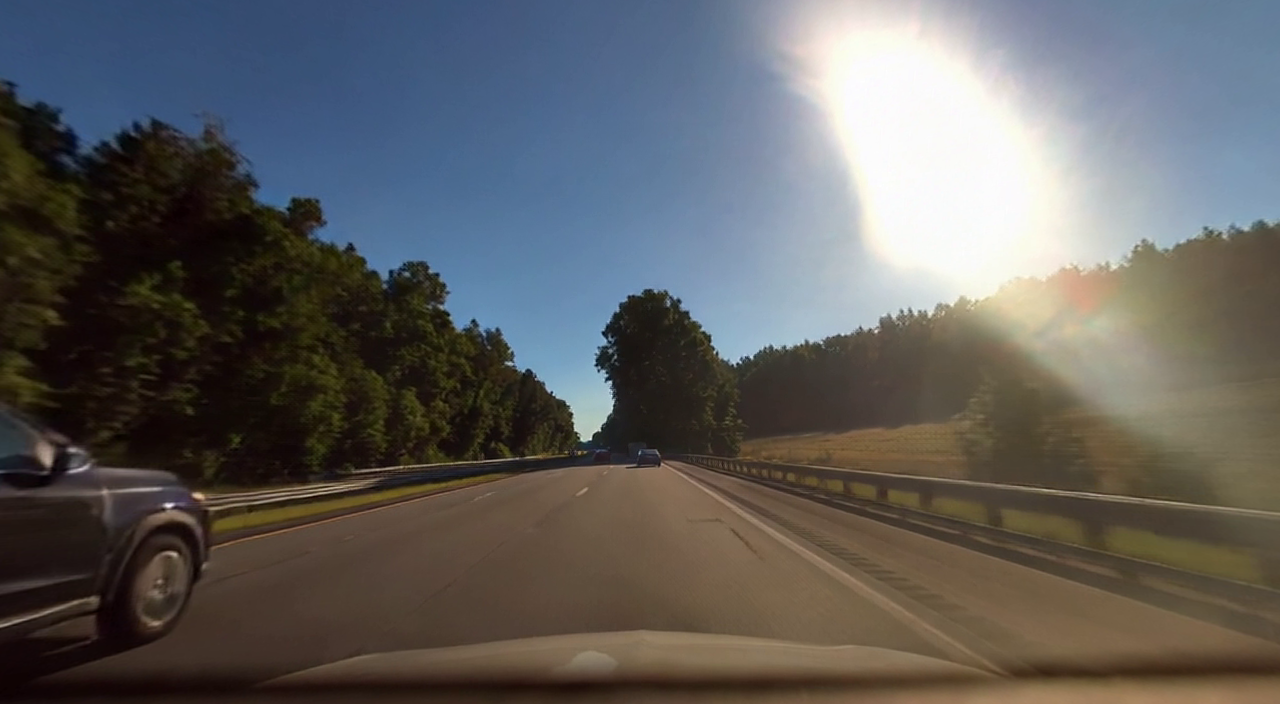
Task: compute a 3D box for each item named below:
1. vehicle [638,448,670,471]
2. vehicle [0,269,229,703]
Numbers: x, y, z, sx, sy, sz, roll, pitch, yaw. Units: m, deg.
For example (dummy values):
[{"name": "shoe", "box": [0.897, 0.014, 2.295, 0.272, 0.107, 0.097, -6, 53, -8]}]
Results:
[{"name": "vehicle", "box": [0.884, 7.225, 42.612, 2.046, 1.452, 4.407, 0, -9, -1]}, {"name": "vehicle", "box": [-3.783, 0.524, 1.339, 2.418, 2.049, 4.930, 0, -9, 0]}]
